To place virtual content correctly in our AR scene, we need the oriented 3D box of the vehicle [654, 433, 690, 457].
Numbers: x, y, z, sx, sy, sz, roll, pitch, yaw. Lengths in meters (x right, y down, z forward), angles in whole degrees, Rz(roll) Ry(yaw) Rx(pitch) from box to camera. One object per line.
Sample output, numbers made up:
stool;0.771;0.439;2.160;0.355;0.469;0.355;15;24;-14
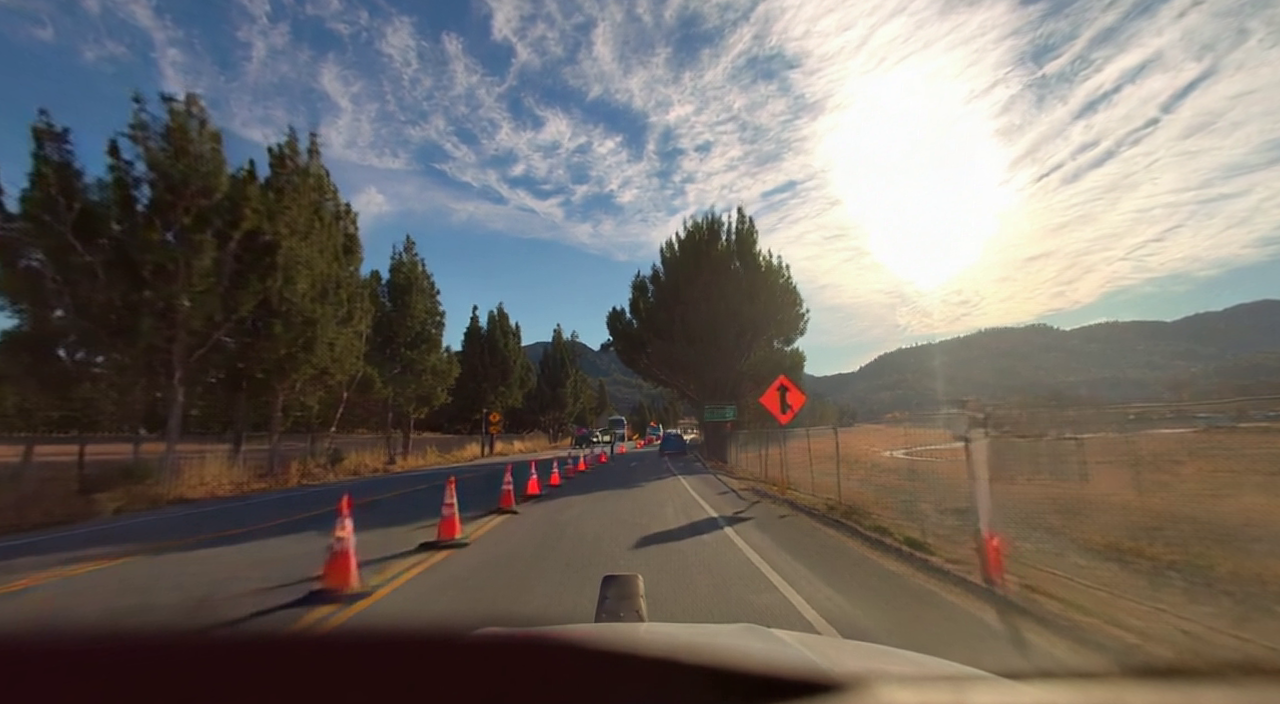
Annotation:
vehicle;2.034;5.957;40.450;2.172;1.486;3.581;-1;-8;3
